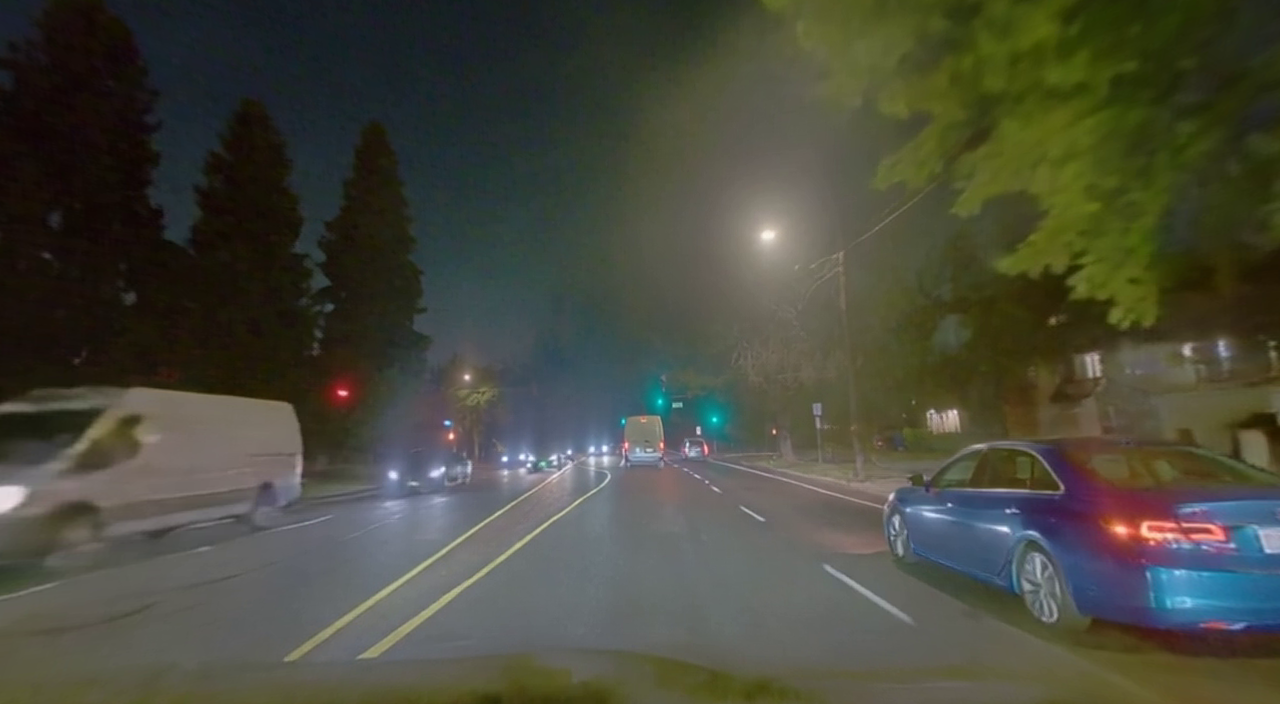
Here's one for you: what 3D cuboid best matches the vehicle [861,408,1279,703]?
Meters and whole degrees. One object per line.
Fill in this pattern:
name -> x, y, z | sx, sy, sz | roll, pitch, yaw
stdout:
vehicle -> 3.523, 1.286, 4.938 | 1.973, 1.447, 4.402 | 0, -8, 0

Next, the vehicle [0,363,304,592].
vehicle -> -8.079, 1.812, 10.032 | 2.383, 2.558, 5.821 | 0, -8, -2

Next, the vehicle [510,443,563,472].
vehicle -> -5.710, 5.844, 35.396 | 2.193, 1.502, 4.913 | 0, -8, -1

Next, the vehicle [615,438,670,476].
vehicle -> 0.087, 4.391, 26.683 | 2.114, 1.483, 4.207 | 0, -8, 0

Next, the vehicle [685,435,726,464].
vehicle -> 4.300, 6.490, 42.183 | 2.187, 1.847, 4.553 | 0, -8, -1

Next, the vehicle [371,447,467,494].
vehicle -> -7.579, 4.082, 22.194 | 2.070, 1.454, 4.400 | 0, -8, -4

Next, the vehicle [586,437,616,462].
vehicle -> -2.848, 7.301, 47.268 | 2.083, 1.741, 5.530 | 0, -8, -1
